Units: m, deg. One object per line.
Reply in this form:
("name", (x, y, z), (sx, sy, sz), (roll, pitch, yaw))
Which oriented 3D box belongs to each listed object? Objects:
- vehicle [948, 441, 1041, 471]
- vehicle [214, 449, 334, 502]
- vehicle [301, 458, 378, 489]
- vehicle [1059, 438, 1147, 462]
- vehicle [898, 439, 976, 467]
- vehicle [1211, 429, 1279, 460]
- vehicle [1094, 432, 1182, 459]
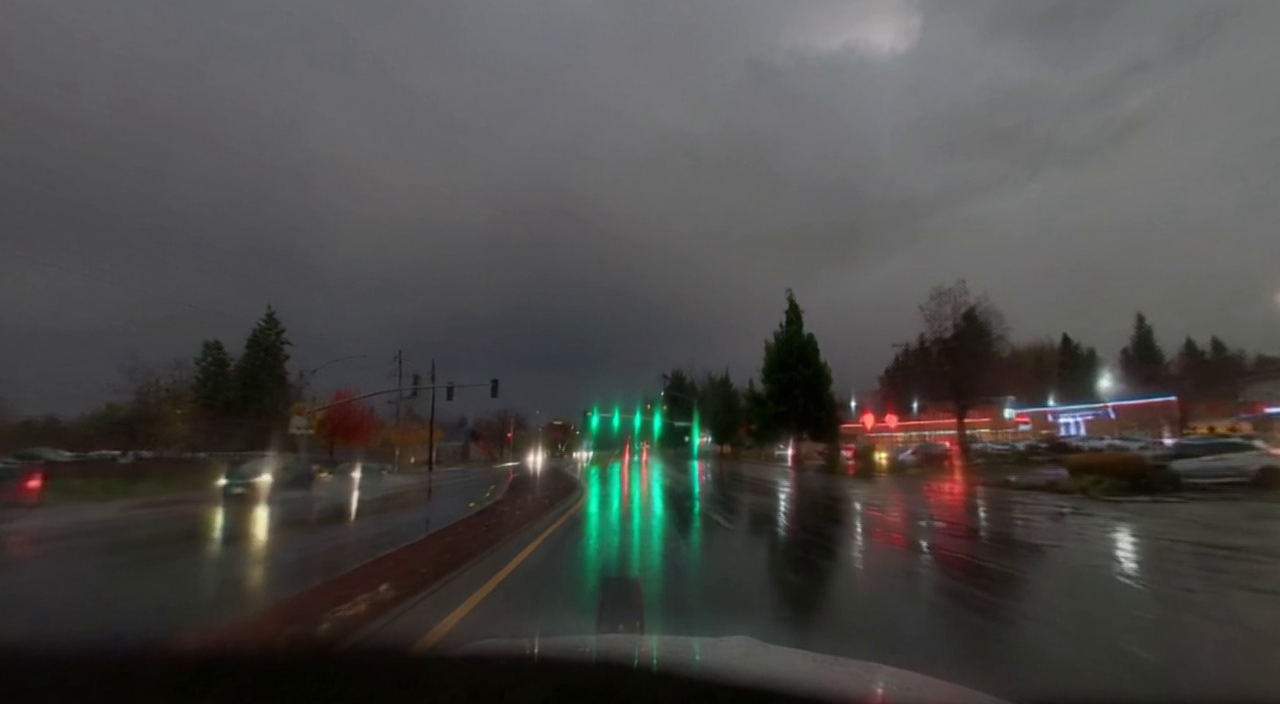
("vehicle", (19.356, 5.642, 34.439), (4.731, 1.535, 2.079), (4, -10, -27))
("vehicle", (-14.493, 4.848, 25.420), (2.046, 1.900, 4.689), (0, -9, -1))
("vehicle", (-16.745, 6.766, 35.476), (1.888, 1.591, 4.431), (-1, -9, 3))
("vehicle", (31.735, 6.725, 43.400), (4.446, 1.560, 1.943), (0, -9, 3))
("vehicle", (19.118, 6.480, 40.634), (4.630, 1.704, 2.063), (4, -10, -27))
("vehicle", (37.813, 5.601, 38.225), (4.379, 1.756, 2.053), (0, -9, 0))
("vehicle", (38.098, 7.142, 48.401), (4.809, 1.814, 2.098), (-2, -8, 3))
